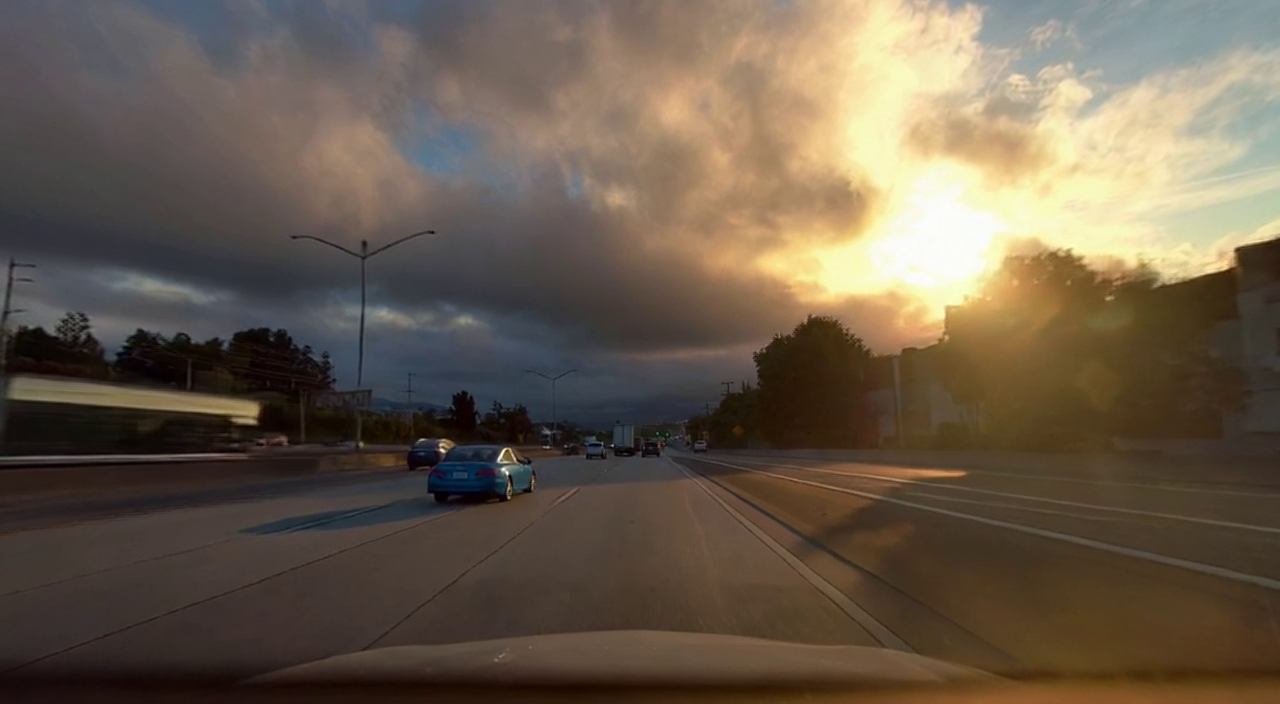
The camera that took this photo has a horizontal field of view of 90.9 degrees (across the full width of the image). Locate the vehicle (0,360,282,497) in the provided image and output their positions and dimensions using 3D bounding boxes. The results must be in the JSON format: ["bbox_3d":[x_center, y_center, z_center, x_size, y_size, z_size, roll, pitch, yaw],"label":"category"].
[{"bbox_3d":[-17.936,2.742,21.505,2.945,3.489,14.127,0,-8,1],"label":"vehicle"}]

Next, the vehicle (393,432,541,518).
[{"bbox_3d":[-3.382,2.468,13.162,1.953,1.511,3.704,0,-8,2],"label":"vehicle"}]
